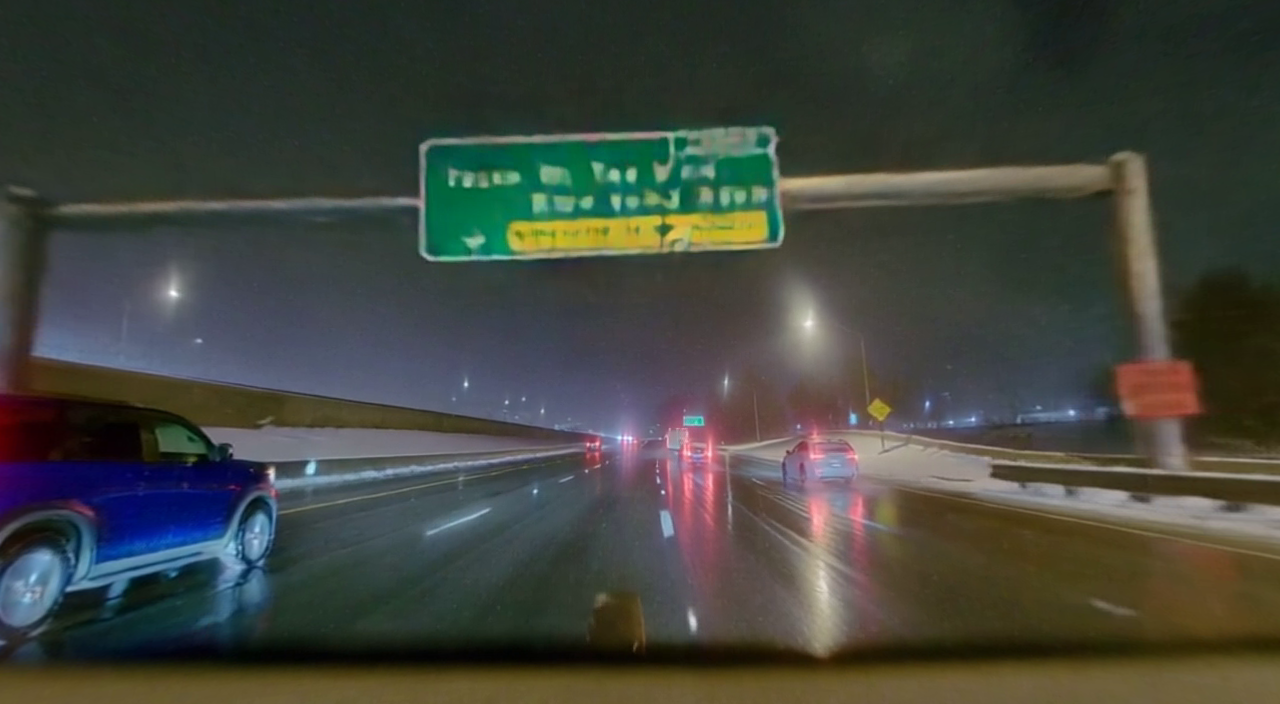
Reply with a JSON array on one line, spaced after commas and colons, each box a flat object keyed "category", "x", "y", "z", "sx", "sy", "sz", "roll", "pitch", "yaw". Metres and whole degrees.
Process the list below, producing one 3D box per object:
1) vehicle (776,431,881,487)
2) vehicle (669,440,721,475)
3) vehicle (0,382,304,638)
[{"category": "vehicle", "x": 6.366, "y": 3.690, "z": 22.052, "sx": 2.184, "sy": 1.712, "sz": 4.856, "roll": 0, "pitch": -8, "yaw": 0}, {"category": "vehicle", "x": 2.574, "y": 5.064, "z": 30.582, "sx": 2.108, "sy": 1.509, "sz": 5.059, "roll": 0, "pitch": -8, "yaw": 1}, {"category": "vehicle", "x": -5.126, "y": 1.229, "z": 5.494, "sx": 2.000, "sy": 1.646, "sz": 4.201, "roll": 0, "pitch": -8, "yaw": 1}]
